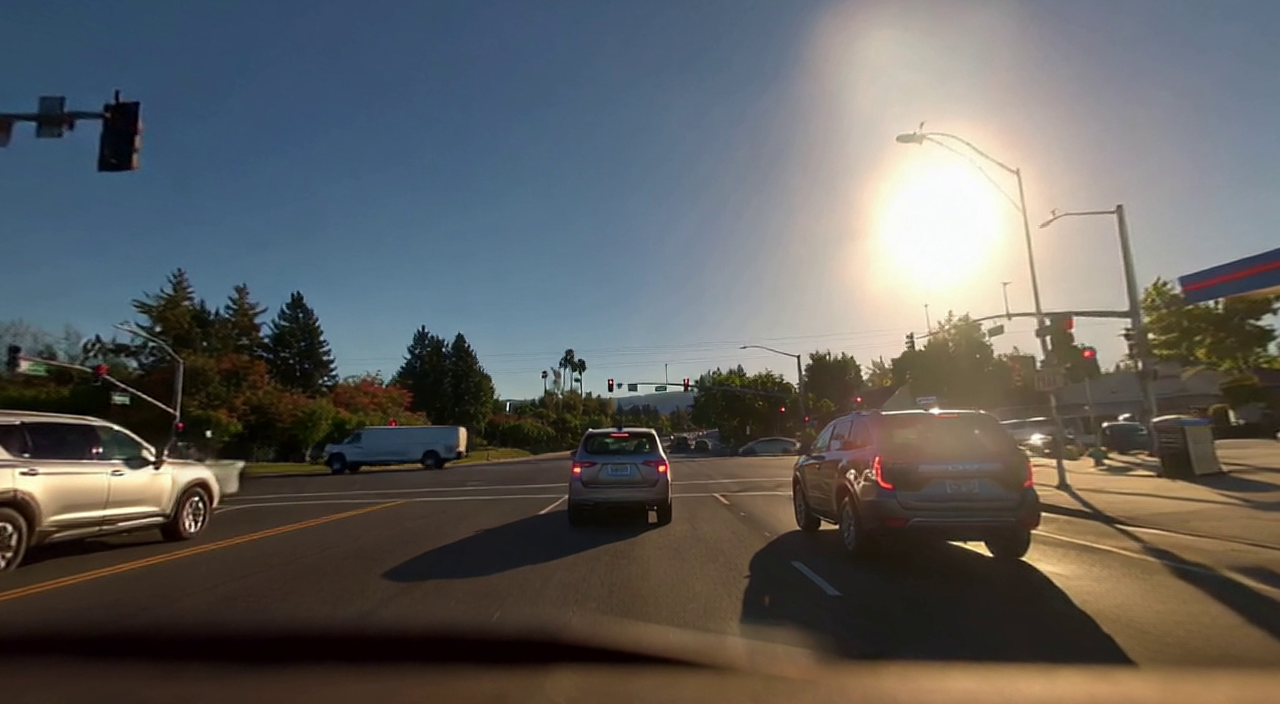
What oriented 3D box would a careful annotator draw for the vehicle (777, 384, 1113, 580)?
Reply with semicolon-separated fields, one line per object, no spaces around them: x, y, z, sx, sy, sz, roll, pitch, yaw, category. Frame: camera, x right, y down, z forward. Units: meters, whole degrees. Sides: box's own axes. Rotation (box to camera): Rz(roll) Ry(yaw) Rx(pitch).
3.251;1.497;7.985;2.083;1.779;4.347;0;-8;0;vehicle

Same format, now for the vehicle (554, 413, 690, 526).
-0.260;2.078;11.632;2.067;1.702;3.987;0;-8;0;vehicle

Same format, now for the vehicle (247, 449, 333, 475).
-21.512;6.746;38.864;4.149;1.527;1.800;0;-8;-3;vehicle

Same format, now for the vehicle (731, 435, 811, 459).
8.389;6.090;40.470;4.669;1.469;1.855;0;-8;-3;vehicle

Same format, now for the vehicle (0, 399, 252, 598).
-6.744;1.465;6.684;2.011;1.774;4.866;0;-8;2;vehicle

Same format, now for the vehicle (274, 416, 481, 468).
-17.587;6.155;43.059;12.640;3.321;2.995;0;-8;-3;vehicle
